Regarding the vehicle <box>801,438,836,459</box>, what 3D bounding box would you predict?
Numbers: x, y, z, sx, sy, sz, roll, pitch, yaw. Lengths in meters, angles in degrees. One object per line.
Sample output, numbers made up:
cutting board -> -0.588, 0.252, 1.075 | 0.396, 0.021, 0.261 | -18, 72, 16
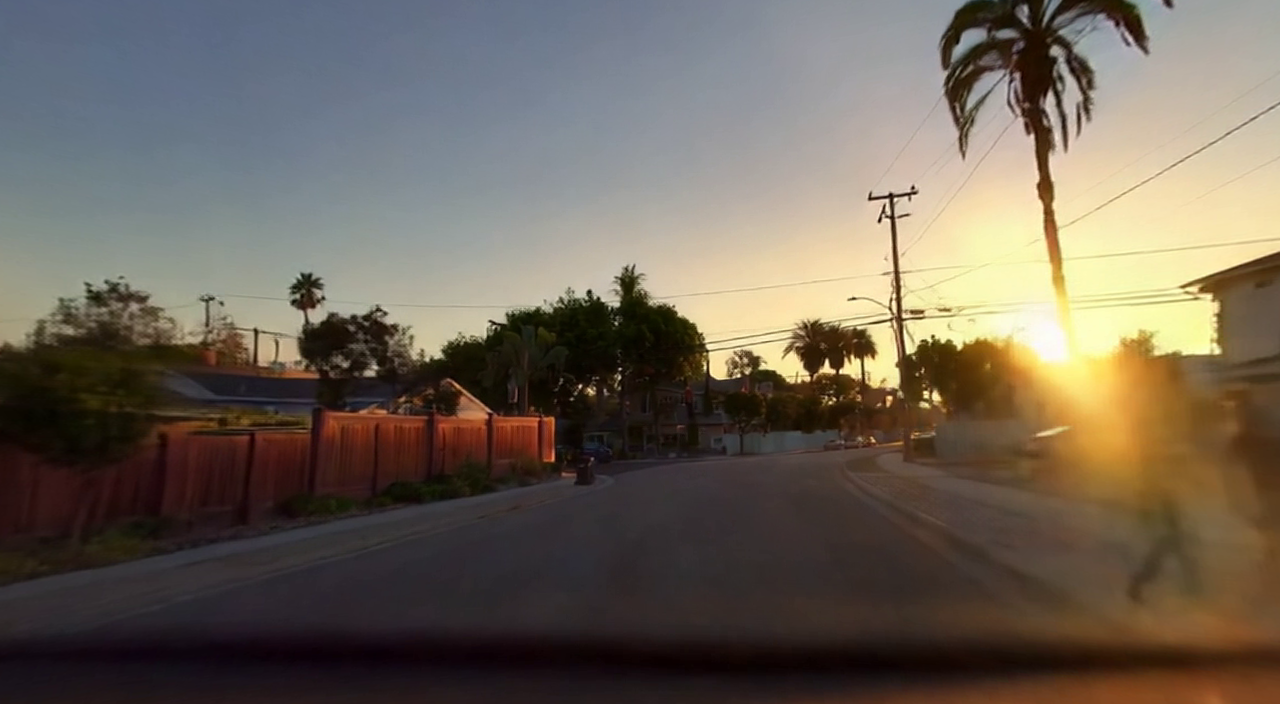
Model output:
vehicle -> 14.191, 7.631, 49.982 | 1.955, 1.632, 3.688 | -4, -10, 26

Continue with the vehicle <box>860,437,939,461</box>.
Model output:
vehicle -> 16.593, 6.240, 40.442 | 4.531, 1.447, 1.814 | -4, -10, 23

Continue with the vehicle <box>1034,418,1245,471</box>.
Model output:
vehicle -> 15.324, 2.882, 19.684 | 4.641, 1.498, 2.001 | -1, -9, 10
